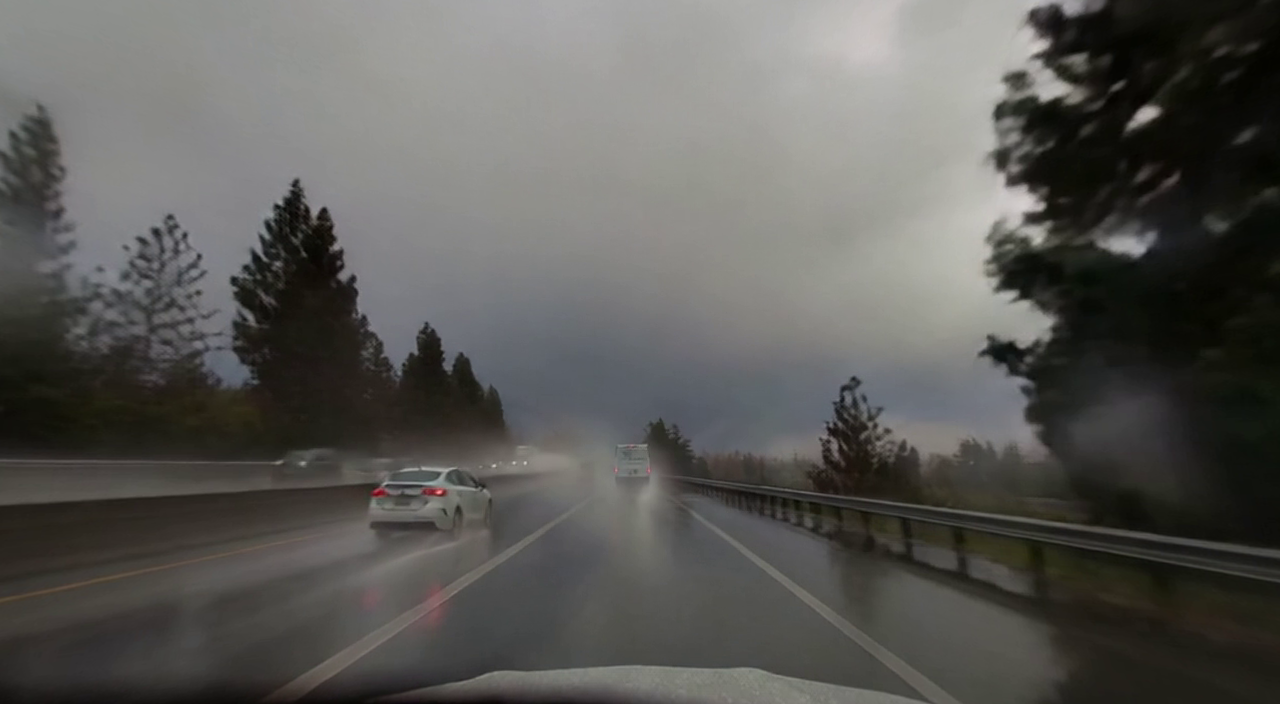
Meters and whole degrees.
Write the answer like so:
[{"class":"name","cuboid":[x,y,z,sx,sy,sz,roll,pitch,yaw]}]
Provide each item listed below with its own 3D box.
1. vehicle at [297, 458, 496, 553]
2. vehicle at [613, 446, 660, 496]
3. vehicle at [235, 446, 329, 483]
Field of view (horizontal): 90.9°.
[{"class":"vehicle","cuboid":[-4.480,2.923,12.564,2.128,1.491,4.508,1,-11,0]},{"class":"vehicle","cuboid":[-0.246,6.818,36.072,2.482,2.549,5.447,1,-11,-1]},{"class":"vehicle","cuboid":[-17.453,5.546,30.995,1.905,1.621,4.629,1,-11,-1]}]
